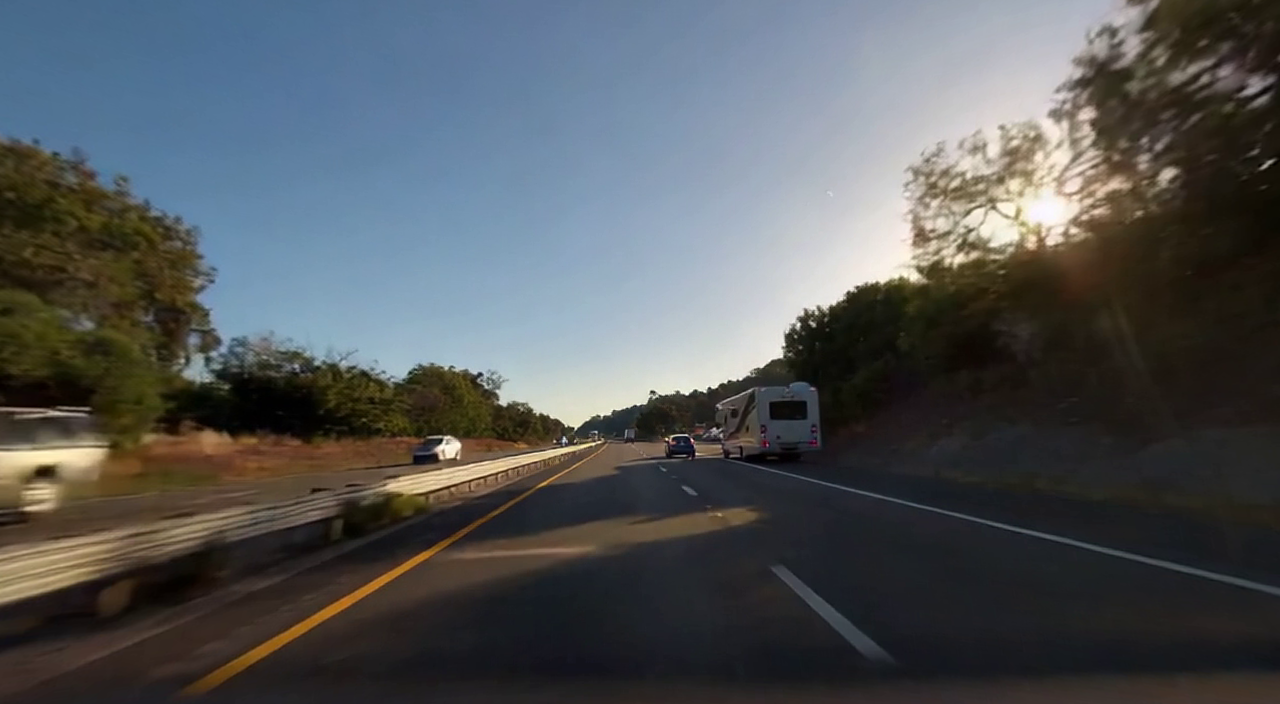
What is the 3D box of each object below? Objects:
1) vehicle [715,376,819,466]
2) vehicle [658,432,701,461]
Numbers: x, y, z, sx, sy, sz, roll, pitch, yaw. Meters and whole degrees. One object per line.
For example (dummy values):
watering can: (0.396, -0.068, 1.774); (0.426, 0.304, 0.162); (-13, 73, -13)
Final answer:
vehicle: (6.692, 4.083, 35.969); (2.937, 4.119, 14.096); (0, -8, 0)
vehicle: (2.150, 5.344, 35.708); (2.037, 1.504, 4.248); (0, -8, -2)
